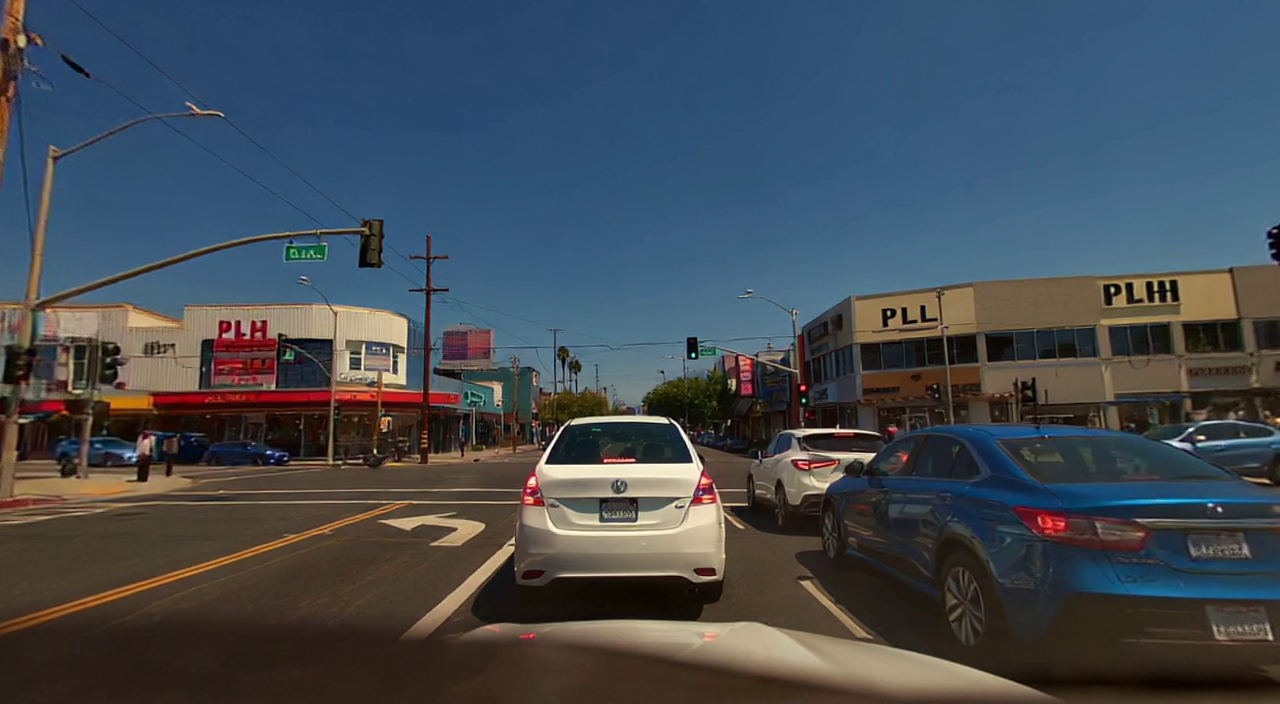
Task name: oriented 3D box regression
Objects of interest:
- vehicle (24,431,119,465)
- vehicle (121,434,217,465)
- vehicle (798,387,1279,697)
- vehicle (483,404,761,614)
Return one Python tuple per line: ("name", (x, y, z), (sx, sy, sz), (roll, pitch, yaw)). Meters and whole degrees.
("vehicle", (-29.604, 4.982, 32.899), (4.164, 1.652, 2.087), (-4, -9, 24))
("vehicle", (-25.287, 5.215, 33.938), (4.253, 1.570, 2.132), (-4, -9, 22))
("vehicle", (3.035, 1.339, 5.663), (1.983, 1.654, 4.354), (0, -8, -2))
("vehicle", (-0.141, 1.552, 7.265), (2.123, 1.589, 4.702), (0, -8, 0))
